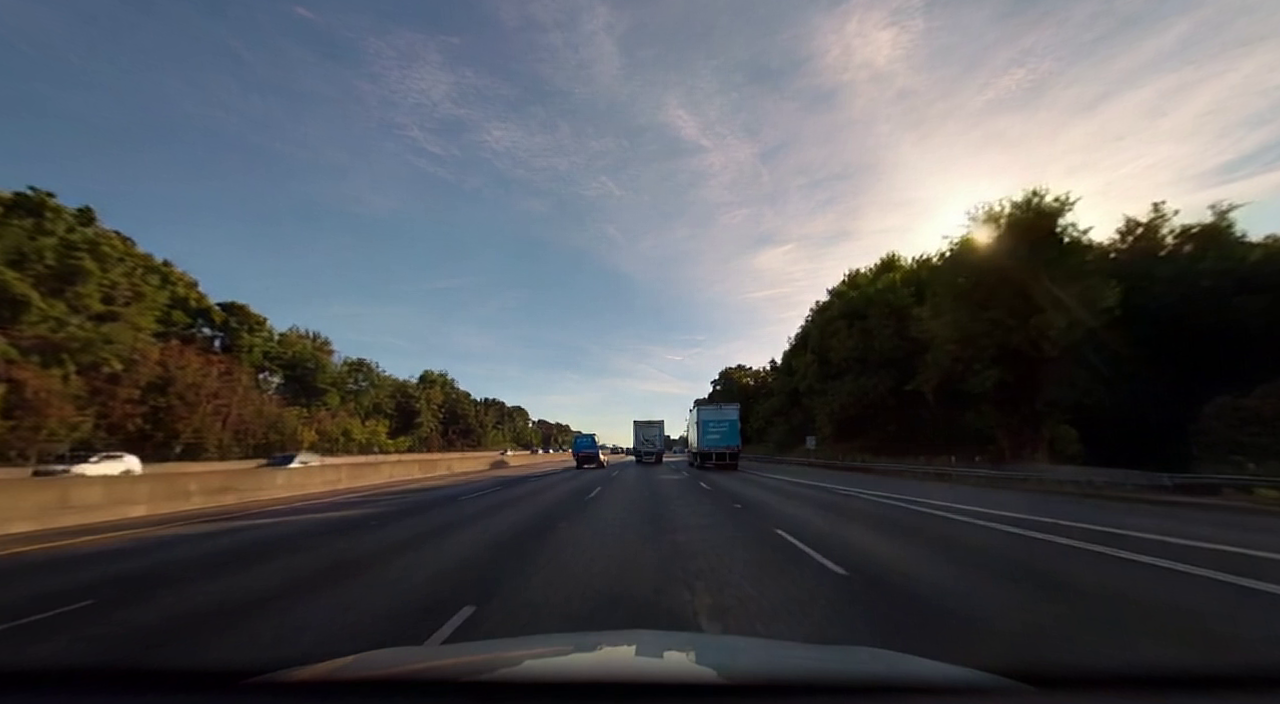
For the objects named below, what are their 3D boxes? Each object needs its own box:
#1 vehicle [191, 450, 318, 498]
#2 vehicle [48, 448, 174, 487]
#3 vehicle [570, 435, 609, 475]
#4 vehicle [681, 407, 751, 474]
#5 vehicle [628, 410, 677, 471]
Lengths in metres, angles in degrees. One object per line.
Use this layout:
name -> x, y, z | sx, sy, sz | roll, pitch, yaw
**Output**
vehicle -> -12.894, 4.067, 21.397 | 1.808, 1.441, 3.831 | 0, -9, 1
vehicle -> -23.512, 5.136, 28.281 | 1.920, 1.591, 4.250 | 0, -9, 0
vehicle -> -2.890, 5.986, 36.749 | 2.033, 2.234, 3.490 | 0, -9, 0
vehicle -> 5.204, 6.601, 46.392 | 3.319, 4.075, 14.516 | 0, -9, 0
vehicle -> 0.774, 6.666, 47.034 | 3.201, 4.019, 10.918 | 0, -9, 0
